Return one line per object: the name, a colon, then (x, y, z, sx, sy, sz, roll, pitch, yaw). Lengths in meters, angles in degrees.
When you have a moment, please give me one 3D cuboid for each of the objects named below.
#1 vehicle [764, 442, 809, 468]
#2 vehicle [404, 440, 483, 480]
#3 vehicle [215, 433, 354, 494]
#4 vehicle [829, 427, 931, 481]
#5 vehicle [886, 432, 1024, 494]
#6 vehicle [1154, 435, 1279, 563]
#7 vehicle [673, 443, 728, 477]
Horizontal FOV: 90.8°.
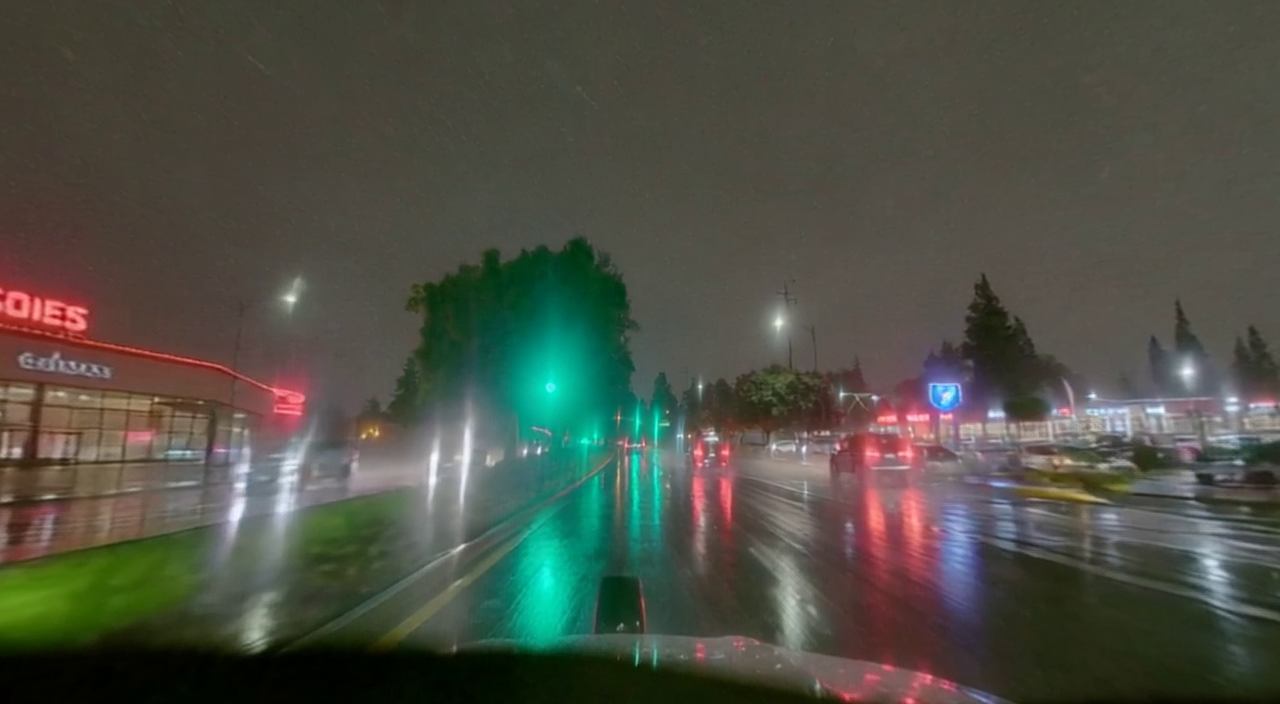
vehicle: (10.298, 7.255, 44.679, 1.987, 1.746, 4.569, 0, -9, -1)
vehicle: (-8.594, 4.747, 28.083, 2.023, 1.579, 4.526, 0, -9, 0)
vehicle: (-11.788, 3.710, 21.415, 2.040, 1.823, 4.600, 0, -9, 0)
vehicle: (10.298, 4.457, 27.748, 2.154, 2.099, 5.756, 0, -9, -1)
vehicle: (10.295, 3.660, 21.218, 2.045, 1.831, 5.000, 0, -9, 0)
vehicle: (8.469, 1.628, 6.803, 1.924, 1.488, 4.687, 0, -9, 0)
vehicle: (2.720, 4.999, 29.502, 2.099, 1.463, 4.365, 0, -8, -1)
